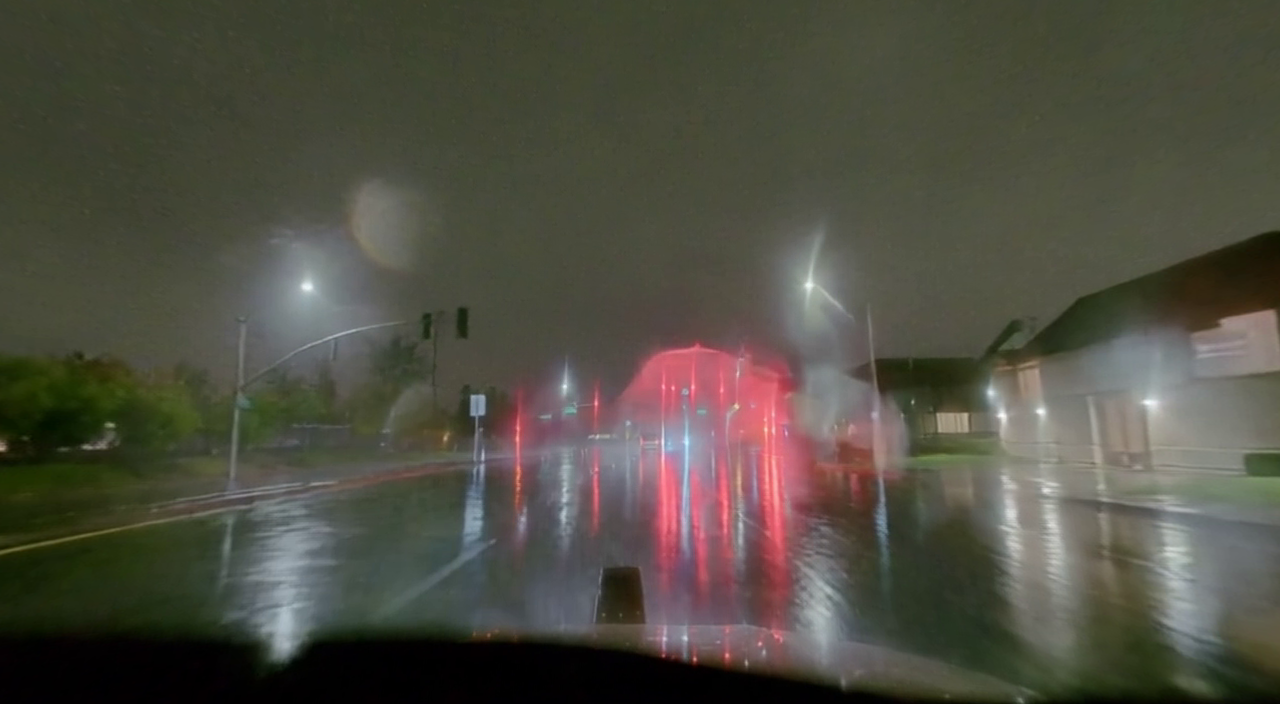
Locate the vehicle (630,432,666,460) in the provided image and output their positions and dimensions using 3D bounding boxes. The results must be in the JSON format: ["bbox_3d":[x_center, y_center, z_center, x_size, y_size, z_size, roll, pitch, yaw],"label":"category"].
[{"bbox_3d":[0.560,5.708,38.457,2.037,1.568,3.693,-1,-8,3],"label":"vehicle"}]
